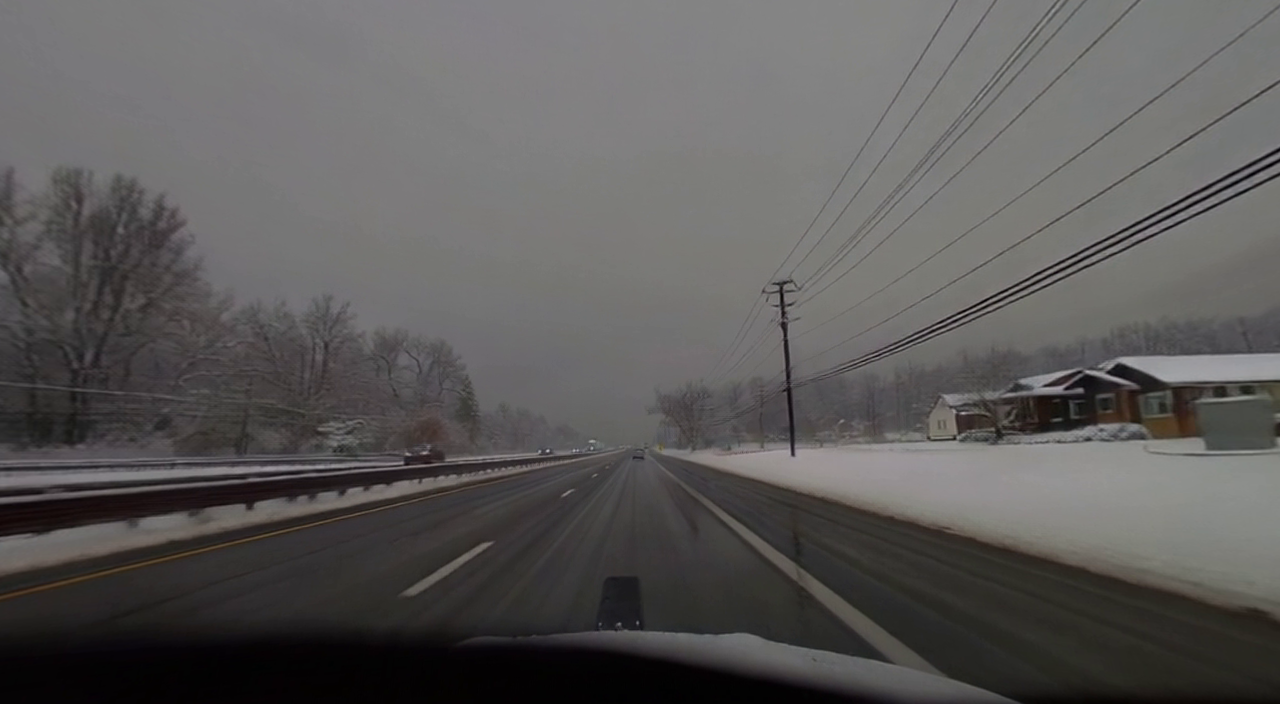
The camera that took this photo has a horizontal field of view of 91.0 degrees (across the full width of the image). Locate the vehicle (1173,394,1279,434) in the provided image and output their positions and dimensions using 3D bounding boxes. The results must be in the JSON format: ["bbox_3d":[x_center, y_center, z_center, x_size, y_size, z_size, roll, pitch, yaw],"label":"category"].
[{"bbox_3d":[28.126,2.997,29.943,1.887,1.623,4.203,0,-9,2],"label":"vehicle"}]
